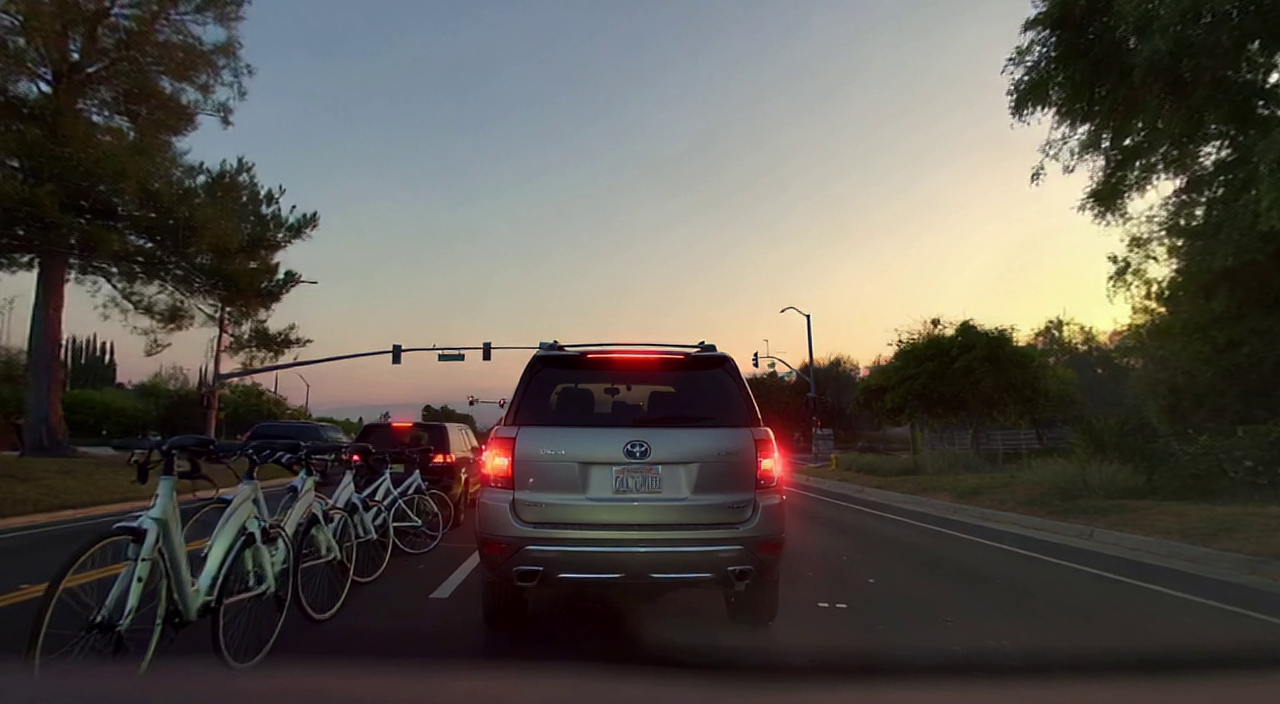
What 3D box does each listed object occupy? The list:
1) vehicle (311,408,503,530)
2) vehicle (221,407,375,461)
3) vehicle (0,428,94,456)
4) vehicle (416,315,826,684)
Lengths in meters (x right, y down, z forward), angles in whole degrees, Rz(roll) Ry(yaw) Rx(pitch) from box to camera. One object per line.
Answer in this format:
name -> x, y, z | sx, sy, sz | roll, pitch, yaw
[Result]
vehicle -> -4.207, 2.224, 12.598 | 2.337, 1.858, 5.409 | 1, -9, -7
vehicle -> -22.060, 5.375, 41.204 | 8.040, 3.335, 3.070 | 1, -9, -7
vehicle -> -35.752, 5.421, 38.030 | 3.926, 1.536, 1.731 | 0, -8, -9
vehicle -> -0.249, 1.158, 6.005 | 2.333, 2.087, 4.586 | 1, -8, -4
